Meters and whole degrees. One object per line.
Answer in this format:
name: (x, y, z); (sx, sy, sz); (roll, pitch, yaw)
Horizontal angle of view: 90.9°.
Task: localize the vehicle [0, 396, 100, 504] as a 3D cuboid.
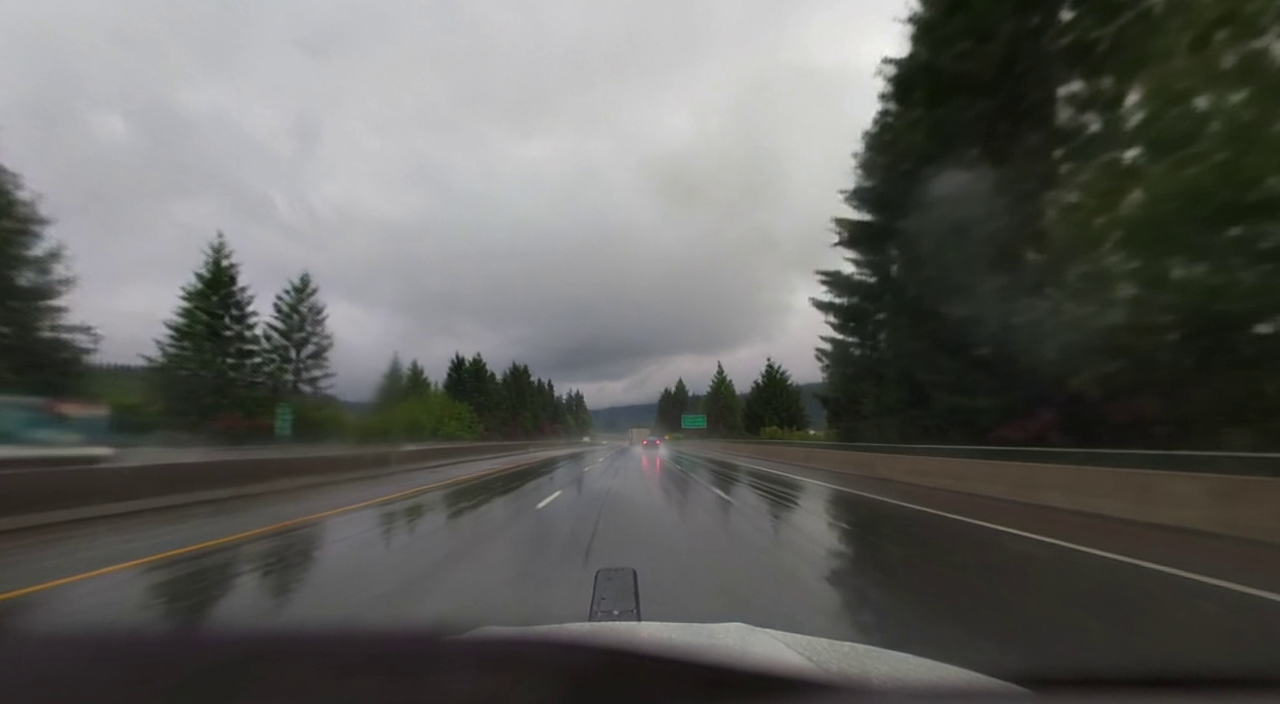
vehicle: (-16.609, 2.269, 14.464); (2.461, 2.573, 6.713); (0, -8, 0)
